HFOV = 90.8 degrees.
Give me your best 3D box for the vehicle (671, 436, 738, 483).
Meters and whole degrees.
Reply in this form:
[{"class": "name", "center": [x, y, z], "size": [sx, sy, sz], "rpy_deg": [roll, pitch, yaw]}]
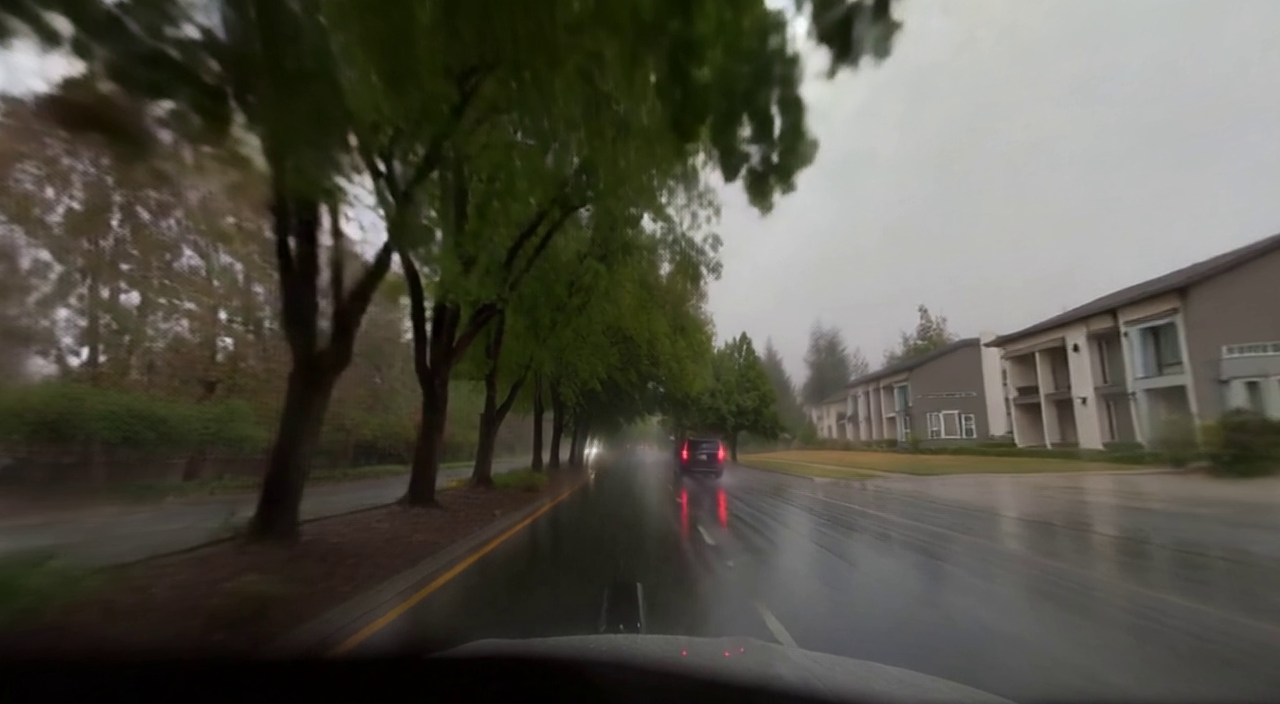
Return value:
[{"class": "vehicle", "center": [2.486, 4.313, 25.592], "size": [2.164, 1.725, 4.285], "rpy_deg": [0, -9, -1]}]
